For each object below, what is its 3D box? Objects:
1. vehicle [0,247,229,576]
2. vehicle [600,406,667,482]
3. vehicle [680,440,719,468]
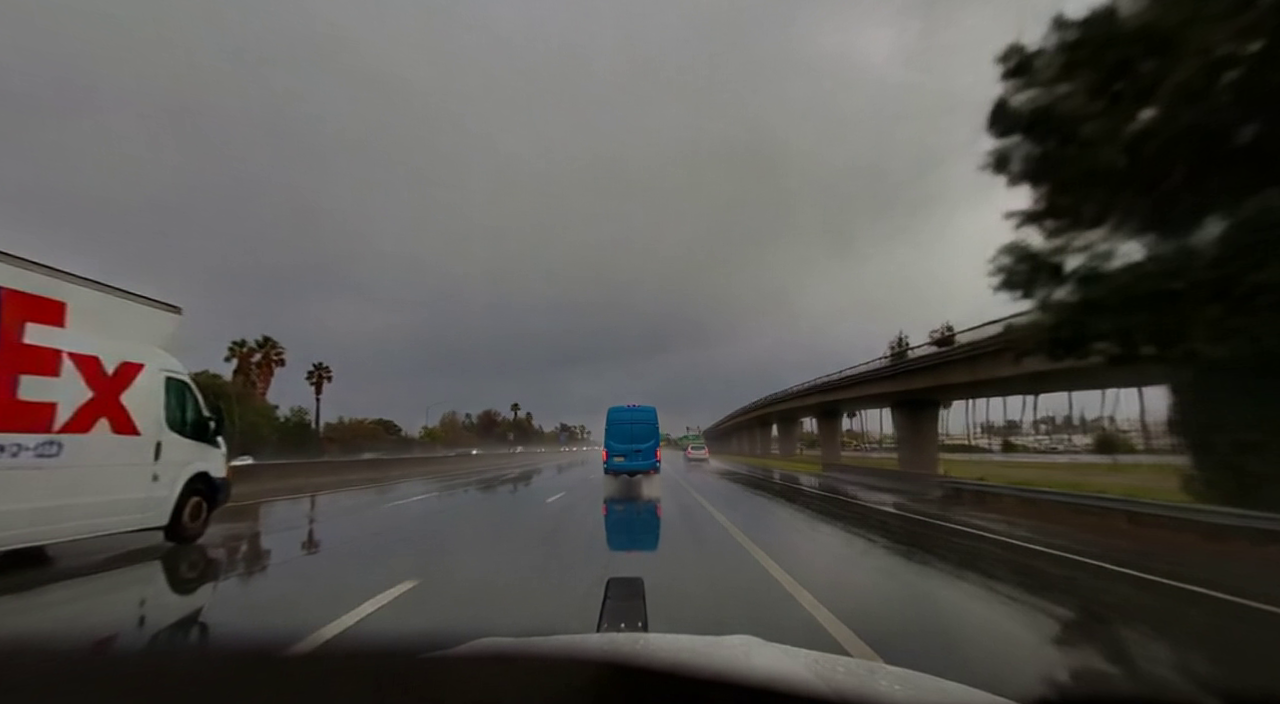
[{"bbox_3d":[-7.708,0.575,5.800,2.965,3.178,7.188,-2,-9,0],"label":"vehicle"},{"bbox_3d":[-0.141,3.836,26.209,2.476,2.776,5.598,0,-8,2],"label":"vehicle"},{"bbox_3d":[3.653,6.314,39.000,1.987,1.648,3.984,0,-8,-1],"label":"vehicle"}]
